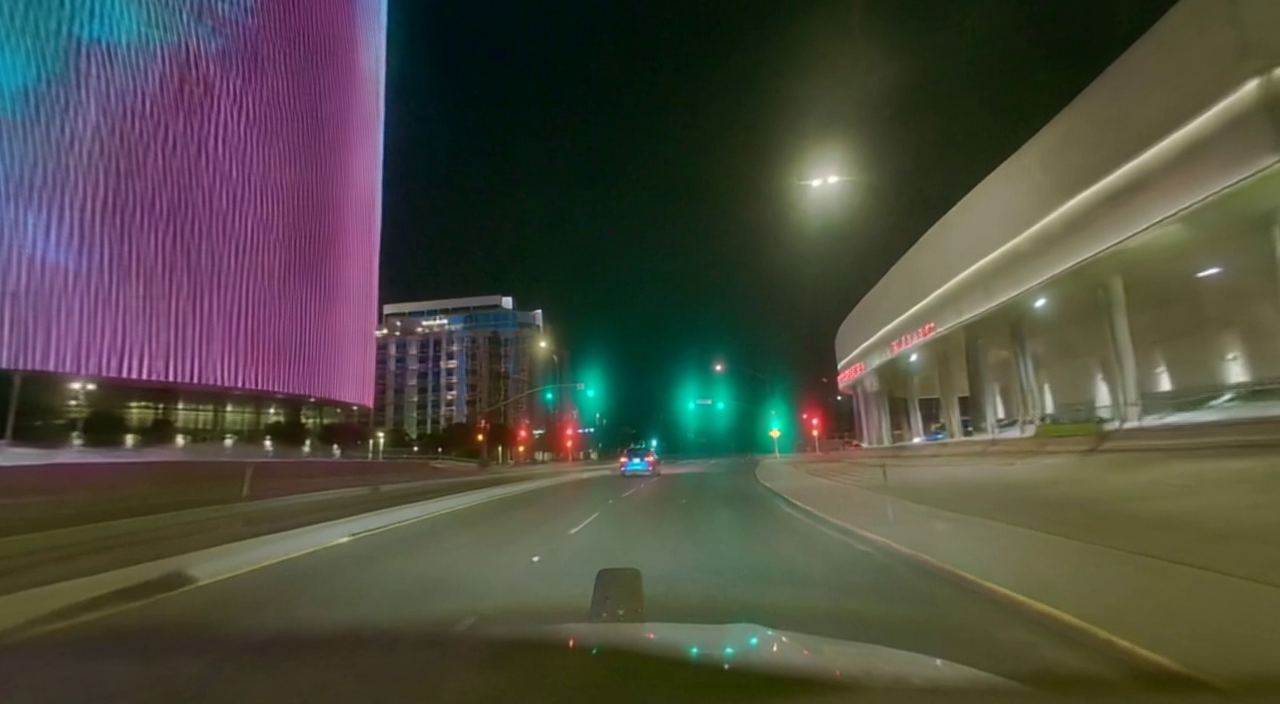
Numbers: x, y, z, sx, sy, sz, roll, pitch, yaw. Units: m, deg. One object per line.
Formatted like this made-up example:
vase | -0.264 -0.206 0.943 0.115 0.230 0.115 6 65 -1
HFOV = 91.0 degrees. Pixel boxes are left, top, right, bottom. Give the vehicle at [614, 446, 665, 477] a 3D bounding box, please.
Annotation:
vehicle | 0.038 5.717 33.057 1.971 1.486 4.380 -2 -9 9

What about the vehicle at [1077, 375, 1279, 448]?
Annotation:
vehicle | 13.946 1.546 15.765 4.372 1.665 1.988 -1 -9 5
